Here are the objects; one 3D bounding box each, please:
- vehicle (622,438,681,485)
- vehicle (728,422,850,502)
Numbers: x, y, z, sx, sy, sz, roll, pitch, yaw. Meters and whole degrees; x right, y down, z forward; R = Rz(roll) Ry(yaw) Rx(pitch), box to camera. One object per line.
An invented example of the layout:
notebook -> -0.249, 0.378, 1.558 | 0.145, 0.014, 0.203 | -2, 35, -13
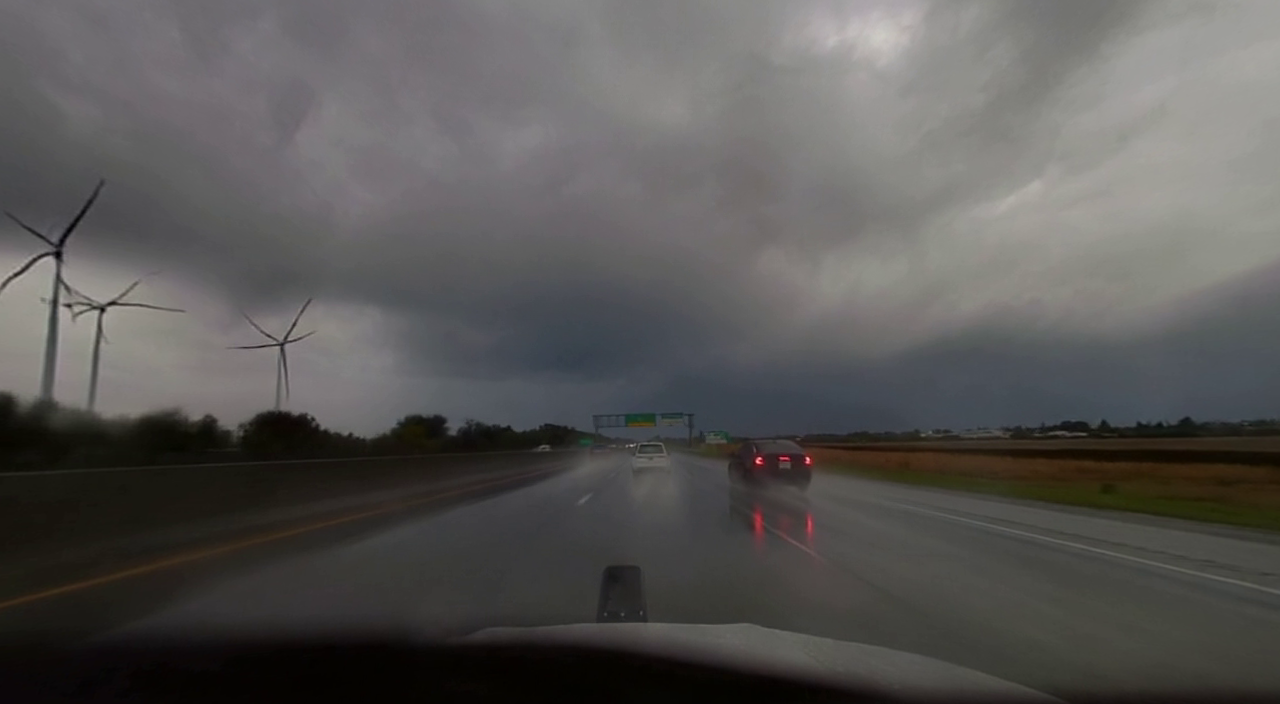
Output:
vehicle -> 0.401, 4.138, 24.039 | 2.083, 1.653, 3.787 | 0, -9, 0
vehicle -> 3.873, 2.988, 17.435 | 2.104, 1.861, 4.956 | 0, -9, -1
